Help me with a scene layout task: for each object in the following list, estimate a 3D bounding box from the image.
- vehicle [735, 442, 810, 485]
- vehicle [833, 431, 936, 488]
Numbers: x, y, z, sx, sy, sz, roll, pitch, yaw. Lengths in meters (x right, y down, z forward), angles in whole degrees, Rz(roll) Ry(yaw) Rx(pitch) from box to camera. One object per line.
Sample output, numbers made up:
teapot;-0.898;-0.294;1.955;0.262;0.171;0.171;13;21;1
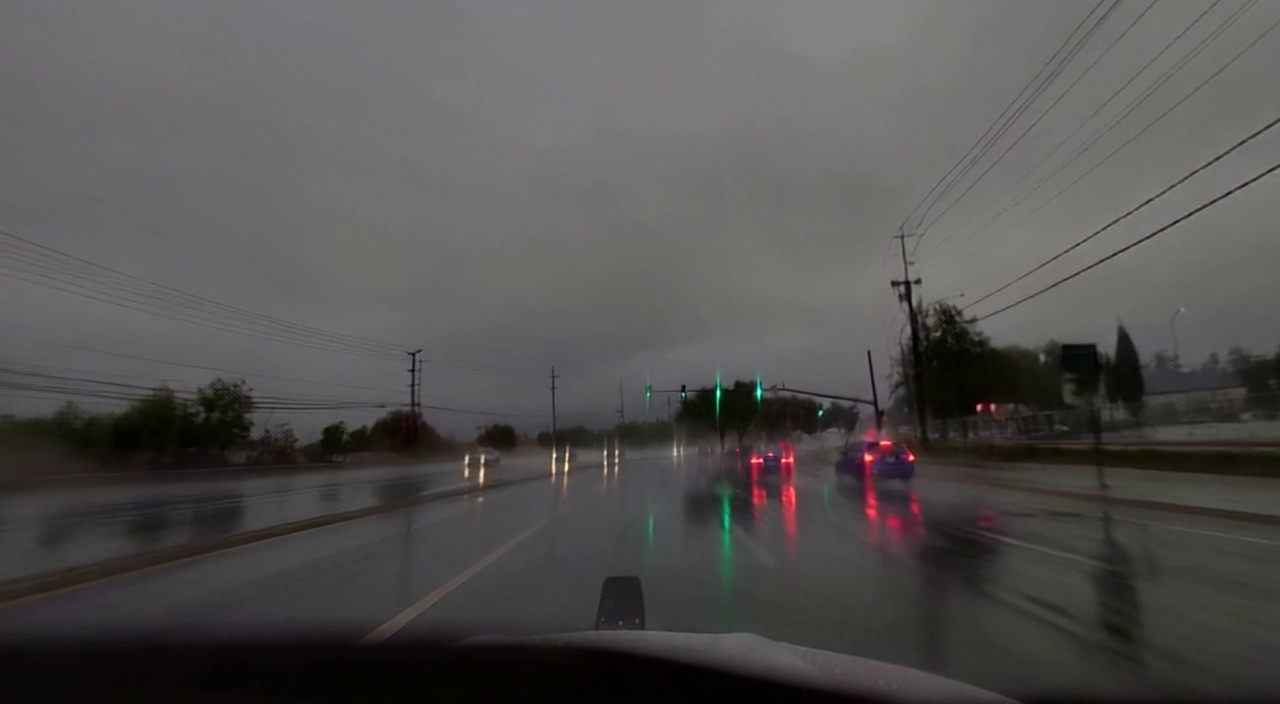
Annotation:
vehicle;4.901;4.166;23.970;2.035;1.460;4.392;-1;-9;2
vehicle;8.487;3.788;22.430;2.029;1.795;4.371;-1;-9;2
